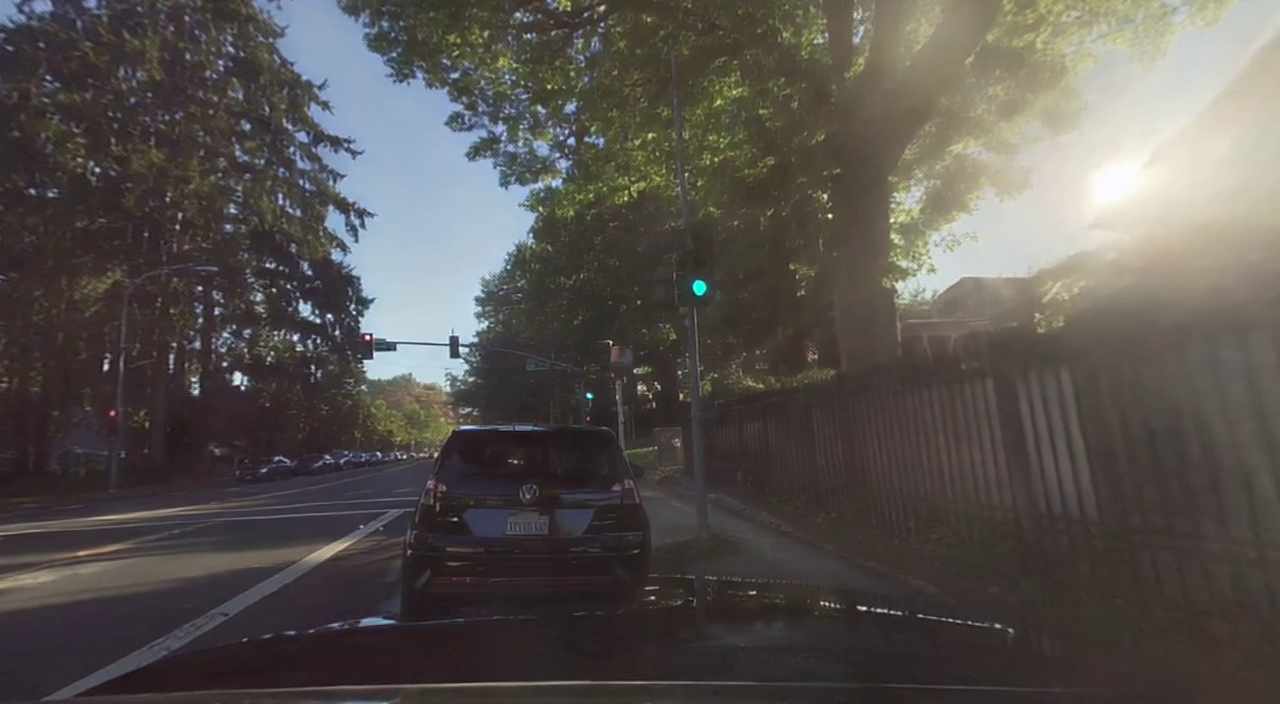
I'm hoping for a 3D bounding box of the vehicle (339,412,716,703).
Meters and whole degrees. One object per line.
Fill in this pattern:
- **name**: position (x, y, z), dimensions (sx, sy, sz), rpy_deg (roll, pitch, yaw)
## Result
- **vehicle**: position (-0.906, 1.369, 5.357), dimensions (2.024, 1.502, 3.702), rpy_deg (1, -9, -11)
